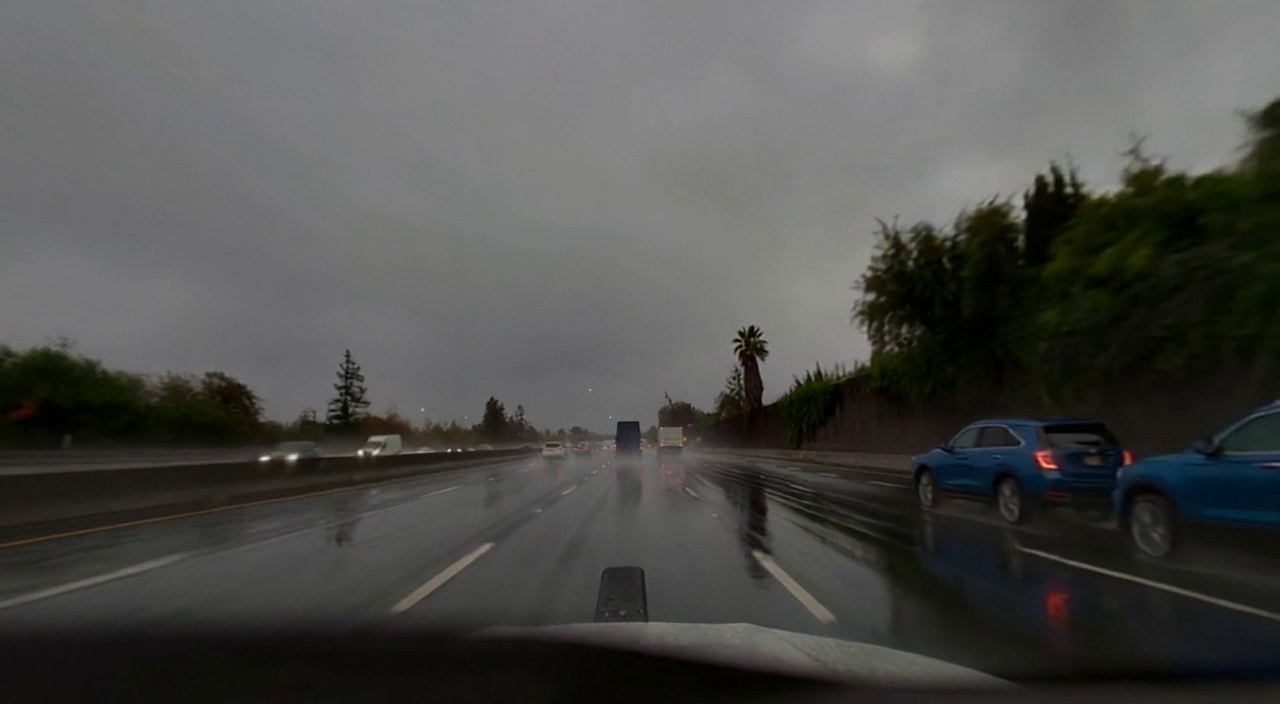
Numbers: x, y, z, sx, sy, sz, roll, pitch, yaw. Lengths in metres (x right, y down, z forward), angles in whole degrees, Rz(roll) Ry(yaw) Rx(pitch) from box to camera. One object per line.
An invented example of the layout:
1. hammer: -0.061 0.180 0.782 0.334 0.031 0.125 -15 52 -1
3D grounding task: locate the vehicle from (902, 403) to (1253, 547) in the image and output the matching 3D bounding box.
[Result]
1. vehicle: 6.963 2.021 11.139 2.361 1.911 5.286 0 -8 0

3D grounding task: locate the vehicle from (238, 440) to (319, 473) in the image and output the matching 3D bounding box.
1. vehicle: -17.832 5.149 31.330 1.764 1.488 3.670 0 -8 1

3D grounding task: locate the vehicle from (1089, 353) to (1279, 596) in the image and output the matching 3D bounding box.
1. vehicle: 7.071 1.092 5.579 2.408 2.210 4.999 0 -8 0
